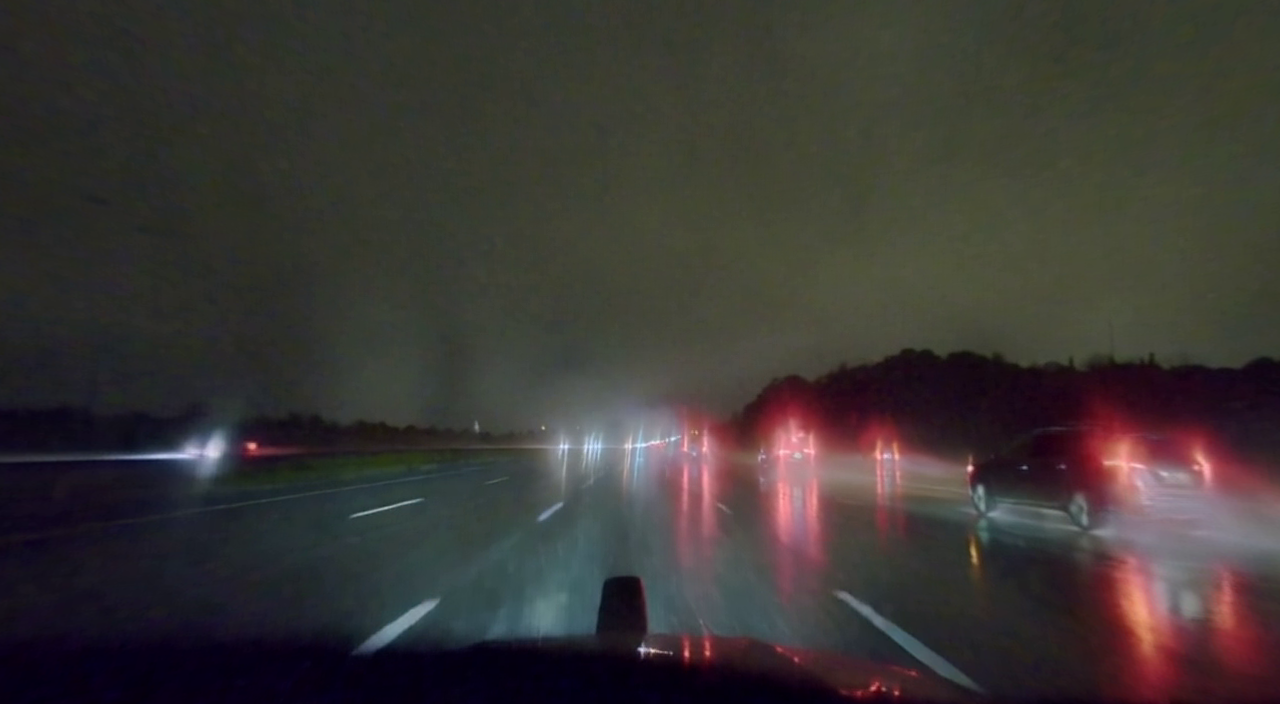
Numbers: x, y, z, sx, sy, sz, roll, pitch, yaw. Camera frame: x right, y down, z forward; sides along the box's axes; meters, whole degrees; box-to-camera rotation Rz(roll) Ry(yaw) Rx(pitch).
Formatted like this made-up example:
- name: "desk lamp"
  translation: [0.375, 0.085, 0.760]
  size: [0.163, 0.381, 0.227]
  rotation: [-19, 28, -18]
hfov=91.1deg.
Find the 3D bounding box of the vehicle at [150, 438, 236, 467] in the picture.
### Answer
- name: "vehicle"
  translation: [-32.201, 7.238, 45.495]
  size: [2.060, 1.962, 5.618]
  rotation: [0, -8, 0]
